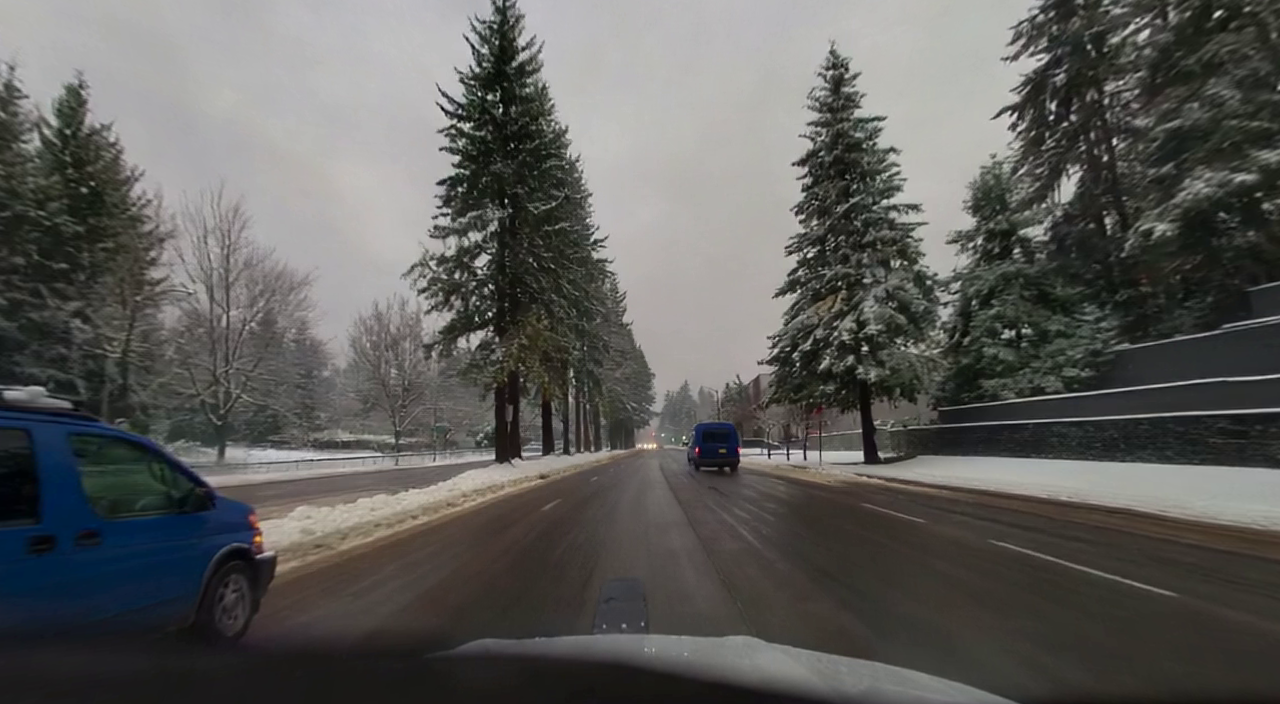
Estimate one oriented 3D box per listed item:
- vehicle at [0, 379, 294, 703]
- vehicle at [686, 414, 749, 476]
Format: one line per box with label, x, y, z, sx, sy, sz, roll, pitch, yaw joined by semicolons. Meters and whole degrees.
vehicle;-3.651;0.886;2.299;2.129;1.602;4.532;0;-8;1
vehicle;3.582;4.475;30.487;2.349;2.671;5.744;0;-8;0
